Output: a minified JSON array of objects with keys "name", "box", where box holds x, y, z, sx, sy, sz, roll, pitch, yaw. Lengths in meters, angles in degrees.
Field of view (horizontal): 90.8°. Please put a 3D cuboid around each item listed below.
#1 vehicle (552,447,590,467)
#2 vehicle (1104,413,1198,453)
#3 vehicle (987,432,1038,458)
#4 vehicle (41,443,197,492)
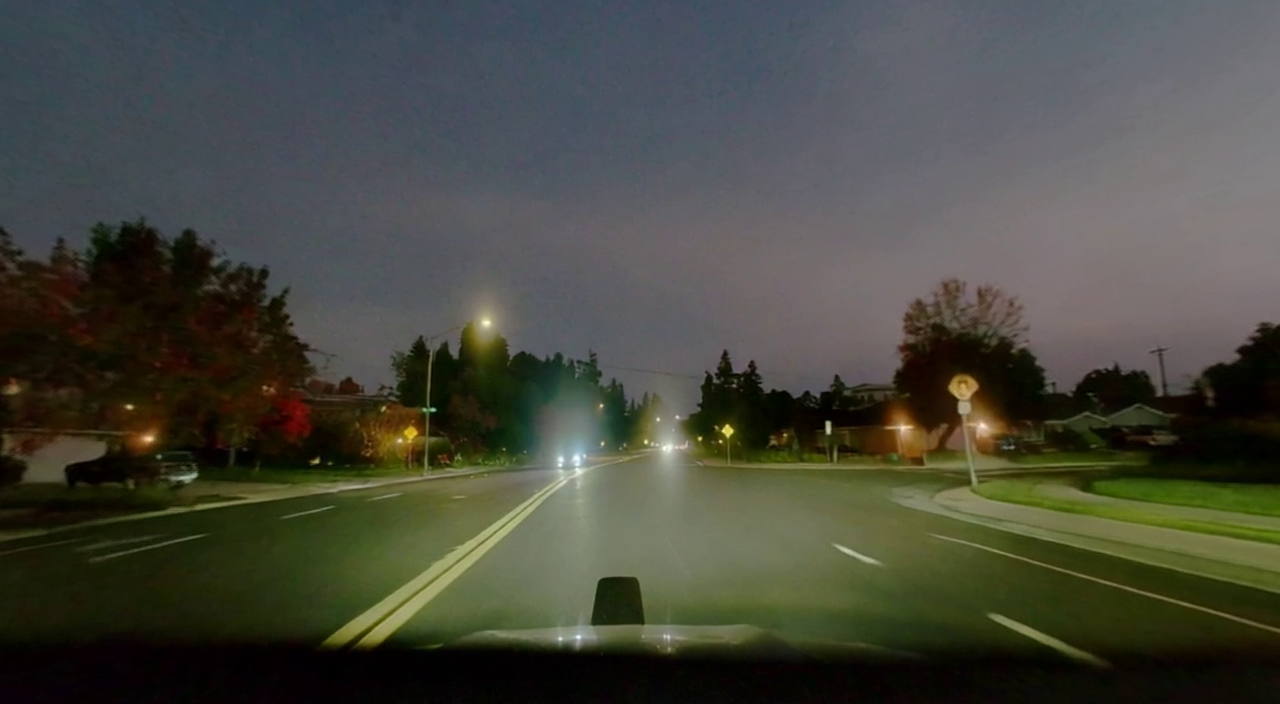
[{"name":"vehicle","box":[-5.219,8.013,48.405,2.088,1.490,4.524,-1,-9,5]},{"name":"vehicle","box":[33.310,5.404,41.484,2.411,2.381,6.645,-3,-9,18]},{"name":"vehicle","box":[24.774,6.219,42.166,2.000,1.594,4.976,-4,-9,20]},{"name":"vehicle","box":[-20.150,4.457,24.612,4.050,1.755,2.243,0,-8,0]}]
